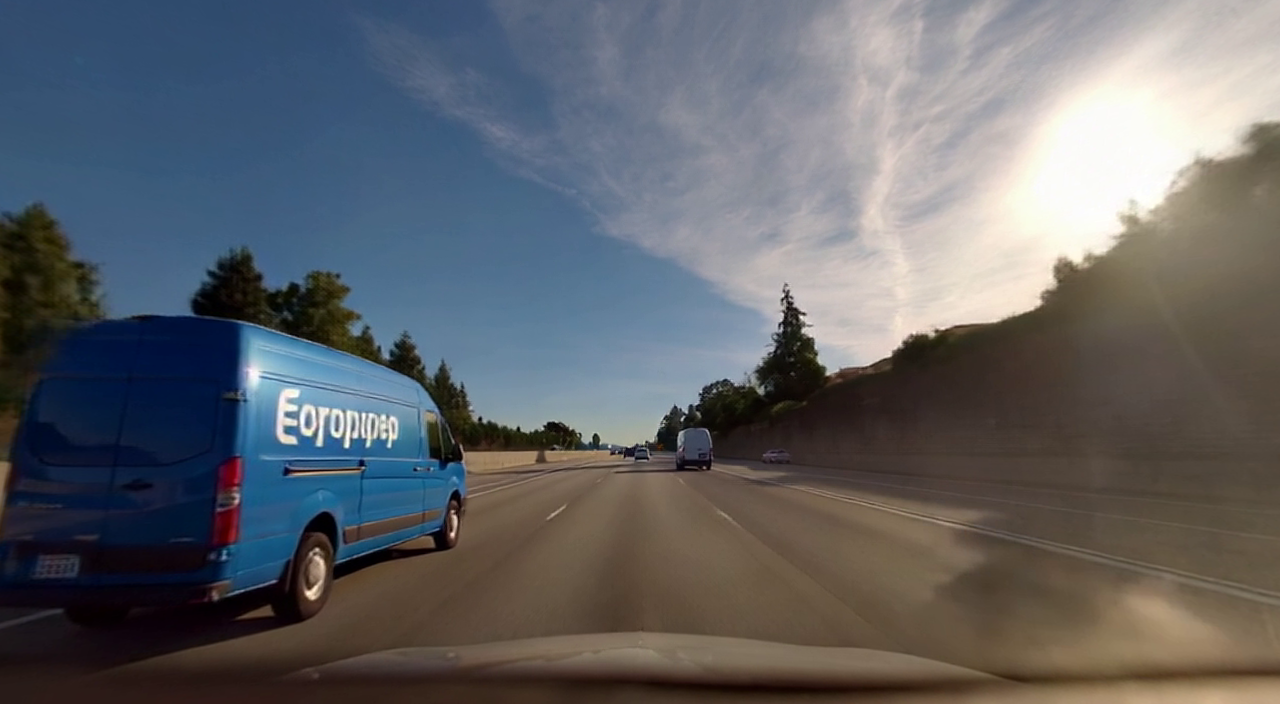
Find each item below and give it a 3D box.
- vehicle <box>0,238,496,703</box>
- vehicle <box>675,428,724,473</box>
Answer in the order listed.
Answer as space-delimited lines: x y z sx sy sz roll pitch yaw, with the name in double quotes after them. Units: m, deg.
-3.449 1.096 6.460 2.409 2.523 6.275 0 -9 0 "vehicle"
3.648 6.245 39.961 2.373 2.561 5.922 0 -9 -1 "vehicle"
